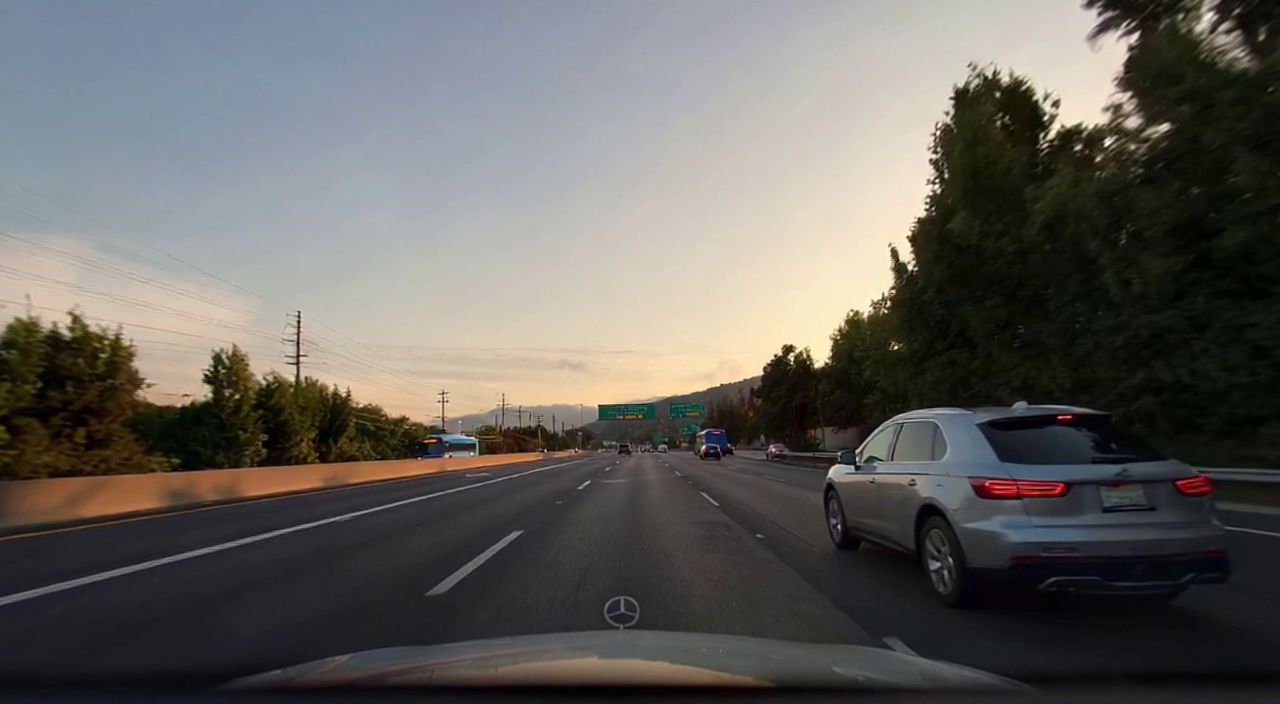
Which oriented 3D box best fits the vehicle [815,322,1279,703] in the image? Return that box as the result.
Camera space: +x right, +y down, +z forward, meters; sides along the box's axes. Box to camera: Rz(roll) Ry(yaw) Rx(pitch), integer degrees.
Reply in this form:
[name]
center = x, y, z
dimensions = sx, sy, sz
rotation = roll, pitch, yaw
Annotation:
[vehicle]
center = 3.245, 1.146, 5.093
dimensions = 2.207, 1.850, 4.875
rotation = 0, -9, 0
